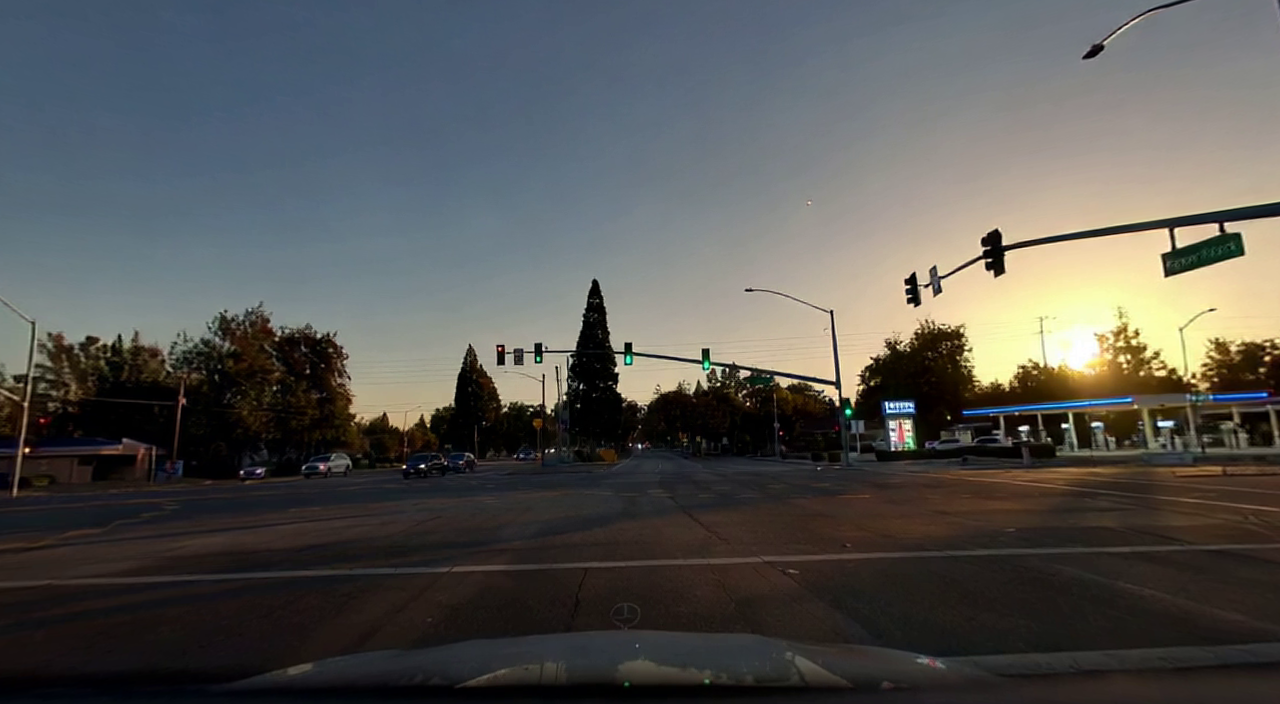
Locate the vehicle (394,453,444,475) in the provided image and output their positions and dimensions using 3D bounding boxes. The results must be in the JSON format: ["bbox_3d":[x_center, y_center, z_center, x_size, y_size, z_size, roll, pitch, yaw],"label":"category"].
[{"bbox_3d":[-15.323,7.752,43.999,1.920,1.434,4.328,0,-9,0],"label":"vehicle"}]

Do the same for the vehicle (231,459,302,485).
[{"bbox_3d":[-24.704,7.908,41.962,1.895,1.483,4.790,0,-9,-2],"label":"vehicle"}]

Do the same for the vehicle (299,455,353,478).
[{"bbox_3d":[-24.759,9.032,49.954,2.098,1.684,4.388,0,-9,-1],"label":"vehicle"}]
